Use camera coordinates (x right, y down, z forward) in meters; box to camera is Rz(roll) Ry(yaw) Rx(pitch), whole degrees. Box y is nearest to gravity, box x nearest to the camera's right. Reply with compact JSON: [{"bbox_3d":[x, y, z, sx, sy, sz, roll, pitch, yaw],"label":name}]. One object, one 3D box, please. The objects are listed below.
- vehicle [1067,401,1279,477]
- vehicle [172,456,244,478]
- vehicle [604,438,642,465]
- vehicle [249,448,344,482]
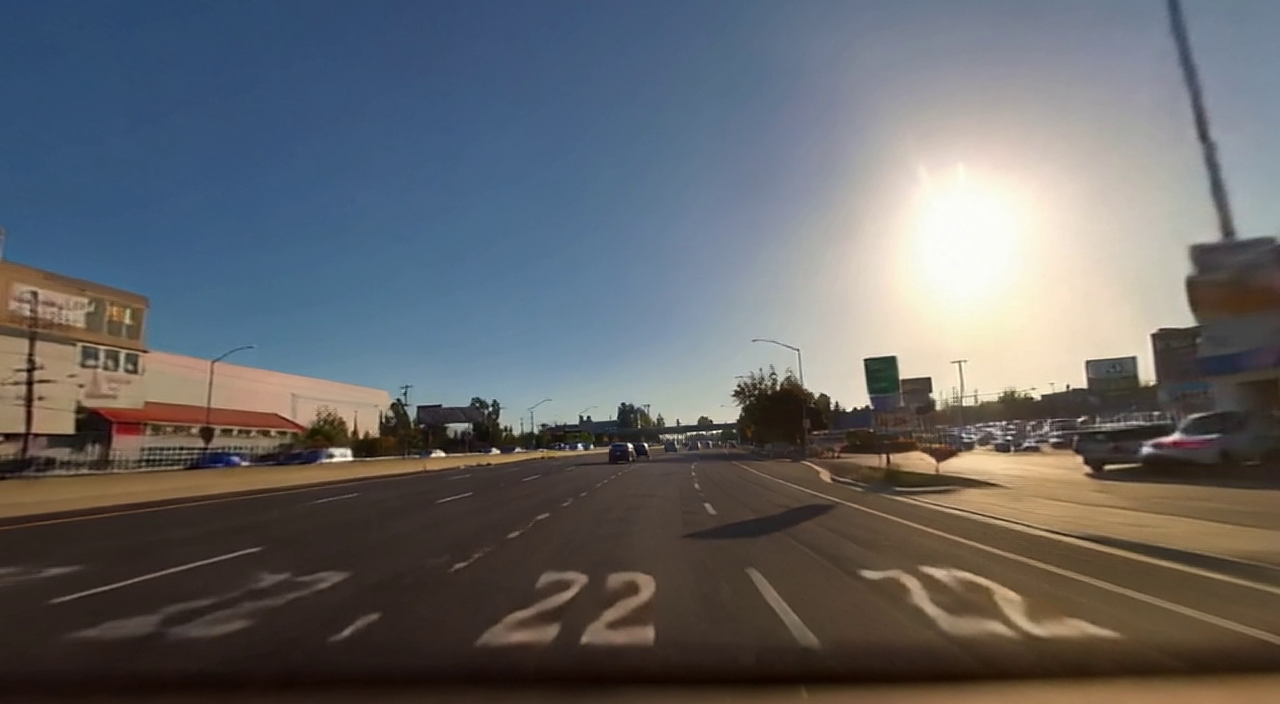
[{"bbox_3d":[17.619,2.869,20.488,5.837,2.109,2.476,-7,-11,28],"label":"vehicle"},{"bbox_3d":[-30.325,8.068,44.540,1.809,1.451,4.370,-1,-9,4],"label":"vehicle"},{"bbox_3d":[-1.129,7.048,44.813,2.139,1.782,4.079,-1,-9,6],"label":"vehicle"},{"bbox_3d":[-17.371,5.702,32.245,1.987,1.603,4.577,-1,-9,4],"label":"vehicle"}]
